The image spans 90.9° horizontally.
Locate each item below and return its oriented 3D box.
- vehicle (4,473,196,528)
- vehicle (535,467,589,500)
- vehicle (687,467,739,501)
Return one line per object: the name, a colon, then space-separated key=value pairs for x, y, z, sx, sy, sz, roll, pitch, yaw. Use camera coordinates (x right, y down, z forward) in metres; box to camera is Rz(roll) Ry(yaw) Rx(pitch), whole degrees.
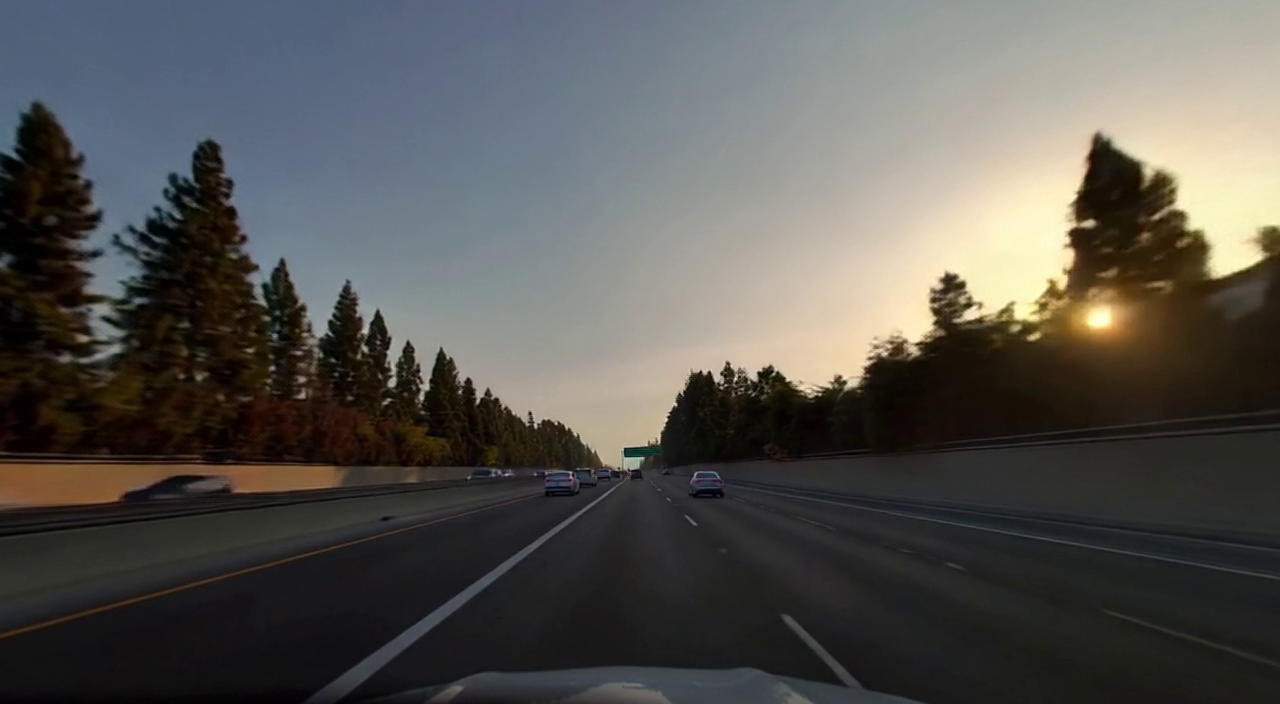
vehicle: x=-16.176 y=4.443 z=19.289 sx=1.811 sy=1.427 sz=4.503 roll=0 pitch=-11 yaw=1
vehicle: x=-3.762 y=6.451 z=31.194 sx=2.004 sy=1.468 sz=4.812 roll=0 pitch=-11 yaw=0
vehicle: x=3.521 y=6.464 z=31.010 sx=1.981 sy=1.516 sz=4.109 roll=1 pitch=-11 yaw=-1
